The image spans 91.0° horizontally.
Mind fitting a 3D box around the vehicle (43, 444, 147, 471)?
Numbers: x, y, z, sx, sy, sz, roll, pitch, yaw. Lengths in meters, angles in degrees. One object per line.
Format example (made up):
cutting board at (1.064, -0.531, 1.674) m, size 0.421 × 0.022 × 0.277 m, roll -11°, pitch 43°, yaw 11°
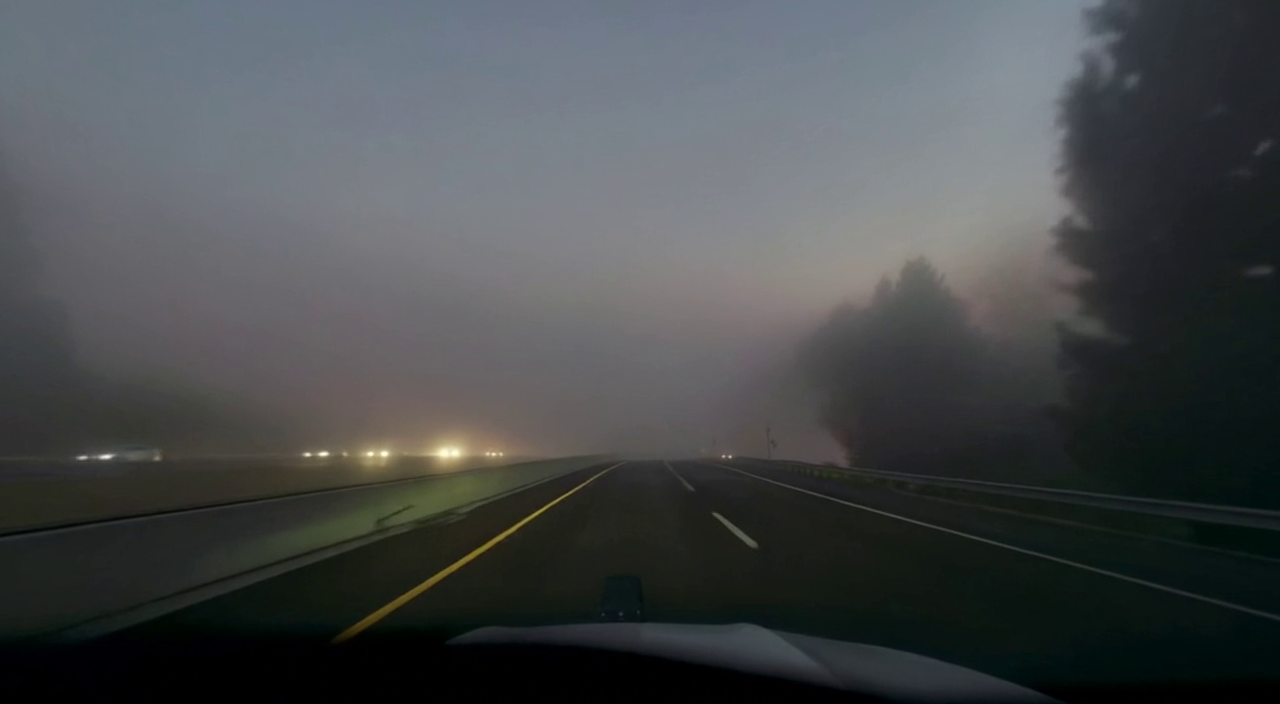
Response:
vehicle at (-32.230, 6.214, 37.447) m, size 1.979 × 1.479 × 4.905 m, roll 0°, pitch -8°, yaw -3°
